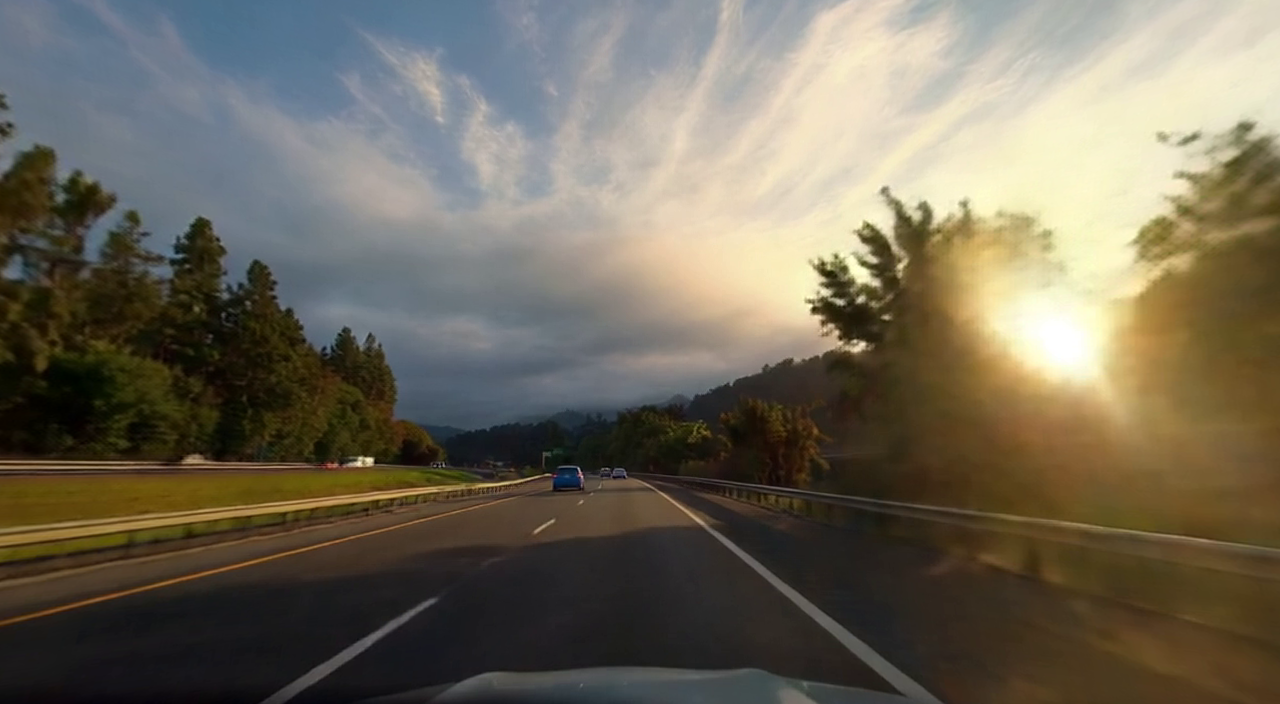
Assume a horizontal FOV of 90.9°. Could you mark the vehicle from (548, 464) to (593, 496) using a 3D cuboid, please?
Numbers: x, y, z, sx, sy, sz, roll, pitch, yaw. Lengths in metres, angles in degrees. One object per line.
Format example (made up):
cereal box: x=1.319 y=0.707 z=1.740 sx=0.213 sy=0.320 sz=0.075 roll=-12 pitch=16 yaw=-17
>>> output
vehicle: x=-3.652 y=6.863 z=33.915 sx=1.967 sy=1.556 sz=4.364 roll=1 pitch=-10 yaw=-1
